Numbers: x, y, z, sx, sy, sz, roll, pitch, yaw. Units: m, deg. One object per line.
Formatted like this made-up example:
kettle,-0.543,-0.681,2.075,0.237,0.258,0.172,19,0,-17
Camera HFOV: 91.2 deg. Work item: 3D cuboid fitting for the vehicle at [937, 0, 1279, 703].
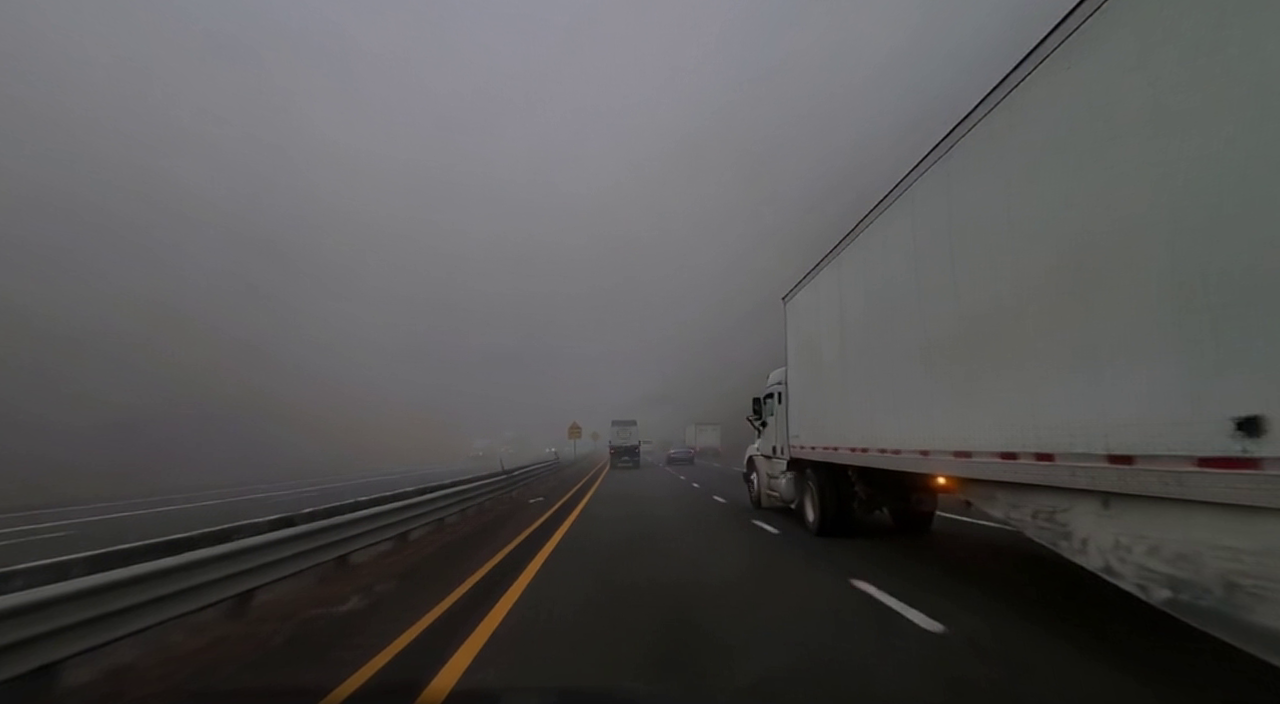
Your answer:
vehicle,3.898,-0.423,0.691,2.816,4.086,8.486,0,-9,0

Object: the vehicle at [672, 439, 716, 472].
vehicle,2.799,5.502,33.464,2.127,1.642,3.899,-1,-9,2

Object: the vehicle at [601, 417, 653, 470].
vehicle,-0.644,5.294,36.055,2.506,2.743,6.093,-1,-9,3
